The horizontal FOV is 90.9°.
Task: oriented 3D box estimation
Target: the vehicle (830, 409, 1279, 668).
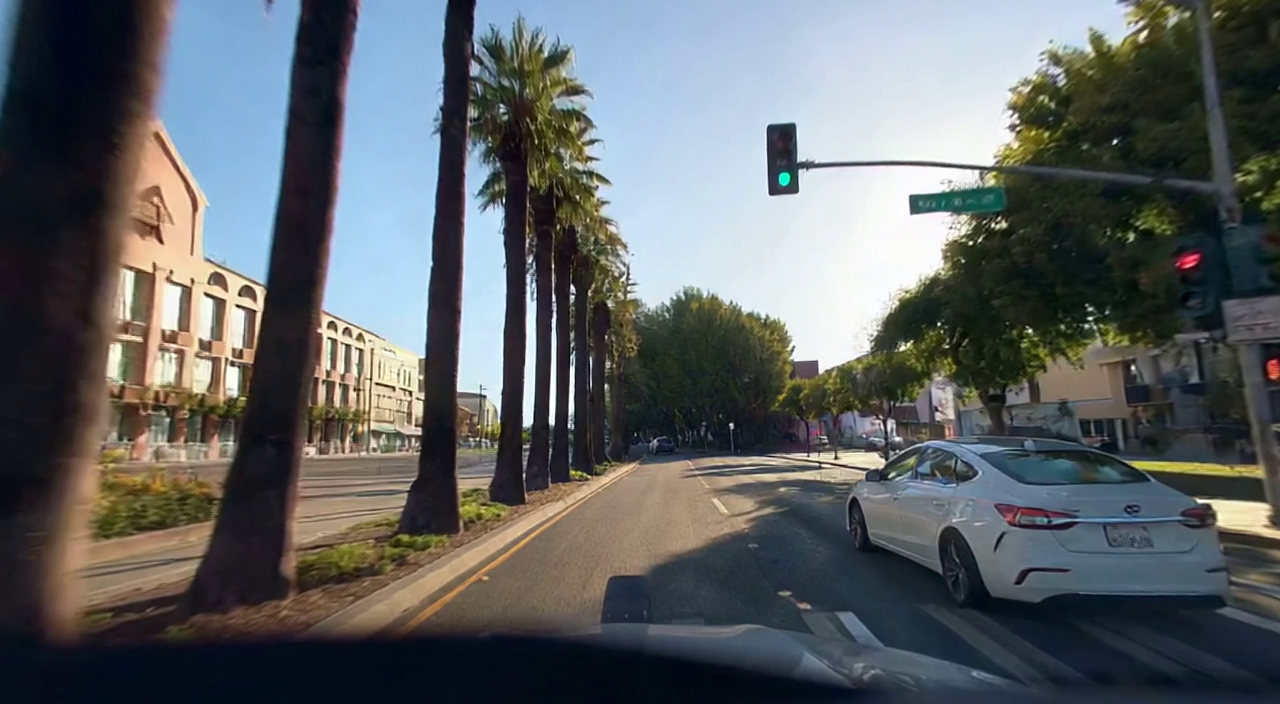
[{"bbox_3d":[3.418,1.449,6.044,1.867,1.554,4.301,0,-8,1],"label":"vehicle"}]
